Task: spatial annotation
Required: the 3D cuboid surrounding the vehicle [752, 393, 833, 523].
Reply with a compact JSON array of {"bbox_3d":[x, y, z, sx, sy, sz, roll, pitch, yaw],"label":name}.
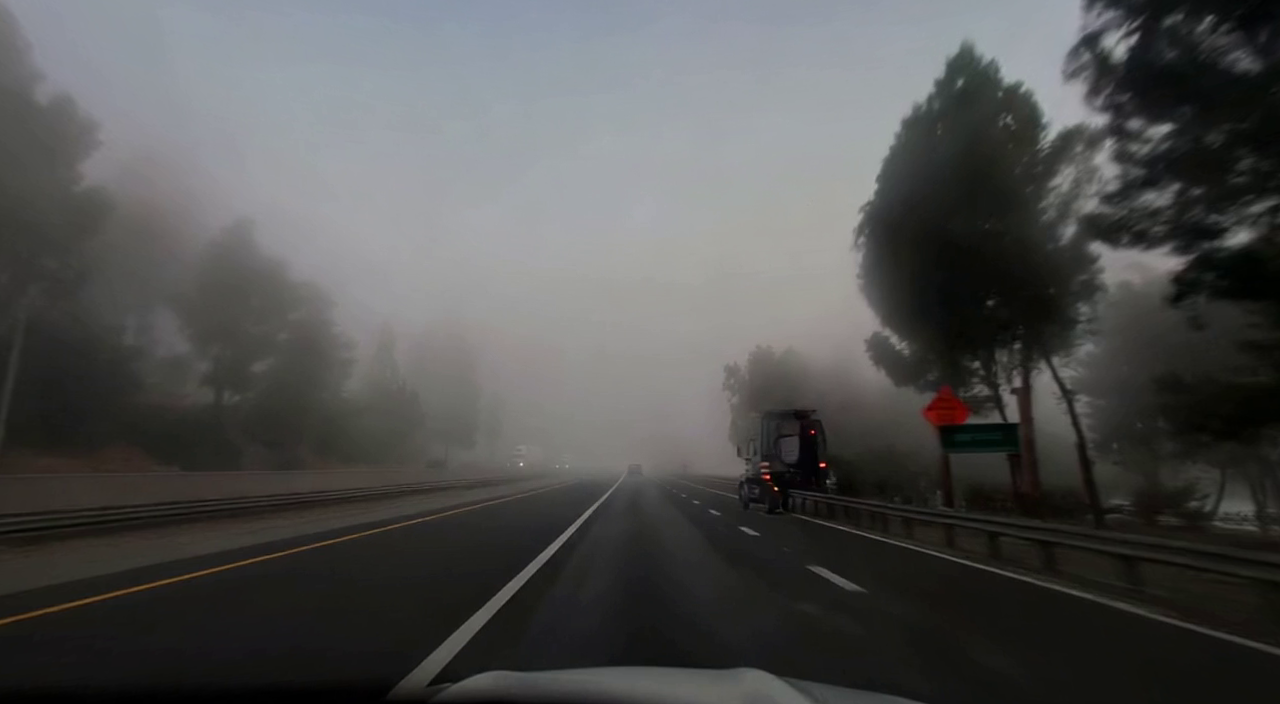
[{"bbox_3d":[4.913,3.470,20.779,1.837,3.859,3.230,1,-10,1],"label":"vehicle"}]
